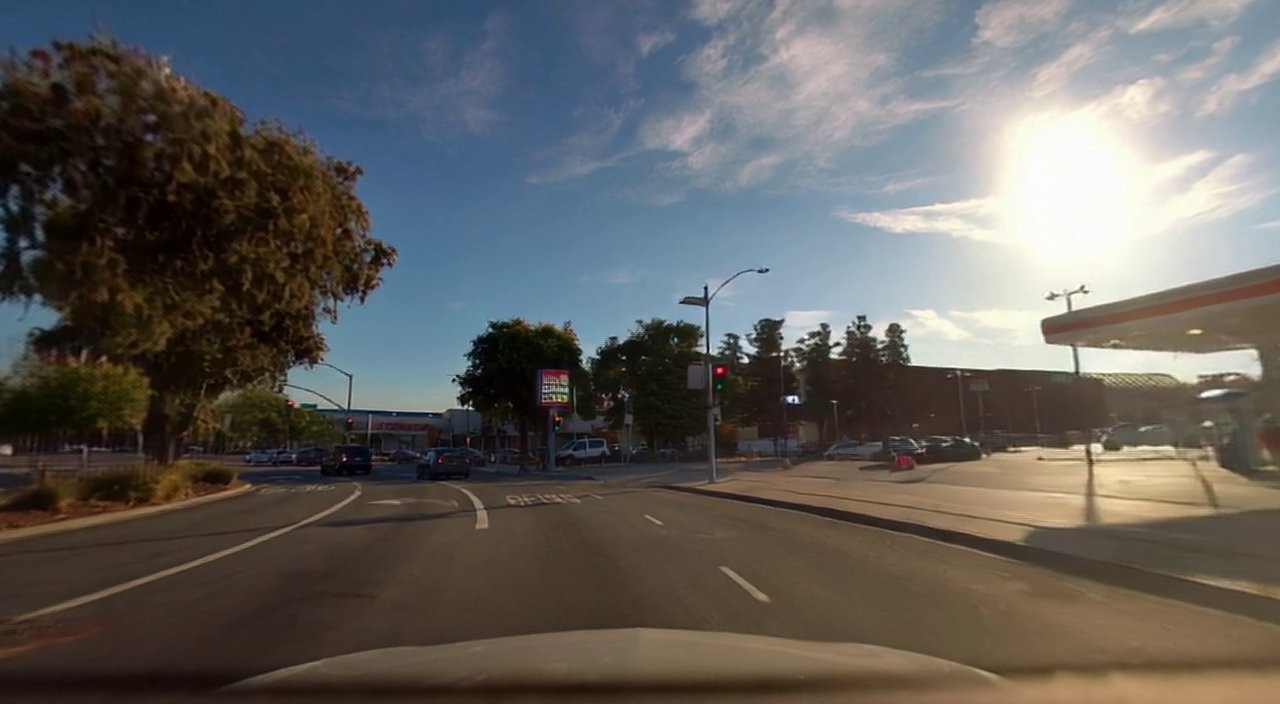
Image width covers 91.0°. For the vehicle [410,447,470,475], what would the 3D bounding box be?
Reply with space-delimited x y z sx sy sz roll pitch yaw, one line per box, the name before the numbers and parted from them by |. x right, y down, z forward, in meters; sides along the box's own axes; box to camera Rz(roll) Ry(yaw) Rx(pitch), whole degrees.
vehicle | -14.251 7.731 44.754 2.202 1.822 4.826 8 -12 -40

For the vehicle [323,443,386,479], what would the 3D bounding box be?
vehicle | -17.386 6.554 38.215 2.254 2.006 4.766 8 -11 -38
